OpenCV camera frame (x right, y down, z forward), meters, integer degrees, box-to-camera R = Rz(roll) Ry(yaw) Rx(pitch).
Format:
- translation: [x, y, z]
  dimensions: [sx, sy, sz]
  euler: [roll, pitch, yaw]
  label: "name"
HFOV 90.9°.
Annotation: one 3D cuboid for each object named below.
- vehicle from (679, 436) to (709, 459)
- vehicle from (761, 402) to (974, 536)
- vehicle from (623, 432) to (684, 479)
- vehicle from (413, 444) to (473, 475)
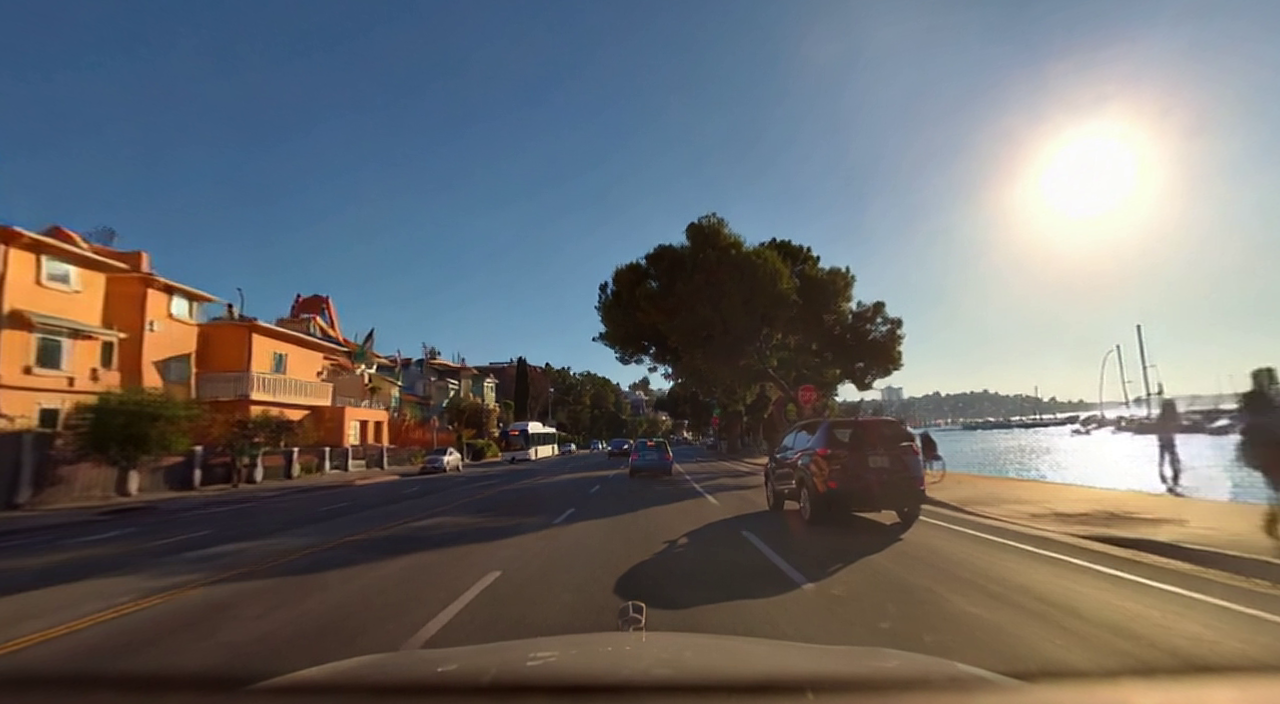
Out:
- translation: [4.092, 7.309, 48.300]
  dimensions: [1.876, 1.626, 3.851]
  euler: [0, -8, -1]
  label: "vehicle"
- translation: [3.536, 1.925, 10.870]
  dimensions: [2.000, 1.809, 4.405]
  euler: [0, -8, 0]
  label: "vehicle"
- translation: [0.468, 3.948, 24.155]
  dimensions: [2.132, 1.632, 3.838]
  euler: [0, -8, 0]
  label: "vehicle"
- translation: [-10.211, 5.585, 32.906]
  dimensions: [1.731, 1.489, 3.841]
  euler: [-1, -8, 3]
  label: "vehicle"
